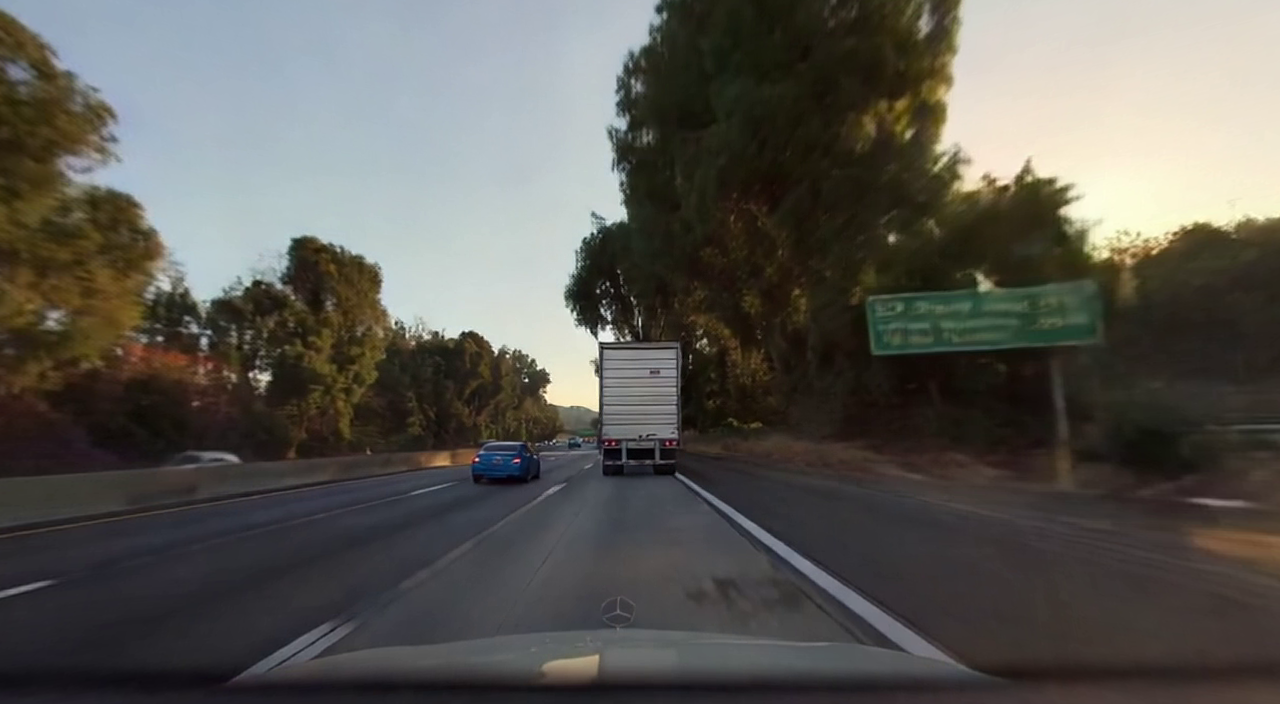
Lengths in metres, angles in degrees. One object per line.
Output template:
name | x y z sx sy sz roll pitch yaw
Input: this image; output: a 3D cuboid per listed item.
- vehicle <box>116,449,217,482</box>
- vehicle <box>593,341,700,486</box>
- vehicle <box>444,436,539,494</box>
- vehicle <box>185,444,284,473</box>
vehicle | -24.504 5.858 32.781 1.821 1.506 4.424 0 -8 0
vehicle | 0.072 2.521 23.564 3.073 4.196 10.546 0 -8 -1
vehicle | -4.331 3.344 19.024 1.854 1.530 4.268 0 -8 0
vehicle | -24.635 6.477 38.550 2.211 1.597 5.503 -1 -8 2
